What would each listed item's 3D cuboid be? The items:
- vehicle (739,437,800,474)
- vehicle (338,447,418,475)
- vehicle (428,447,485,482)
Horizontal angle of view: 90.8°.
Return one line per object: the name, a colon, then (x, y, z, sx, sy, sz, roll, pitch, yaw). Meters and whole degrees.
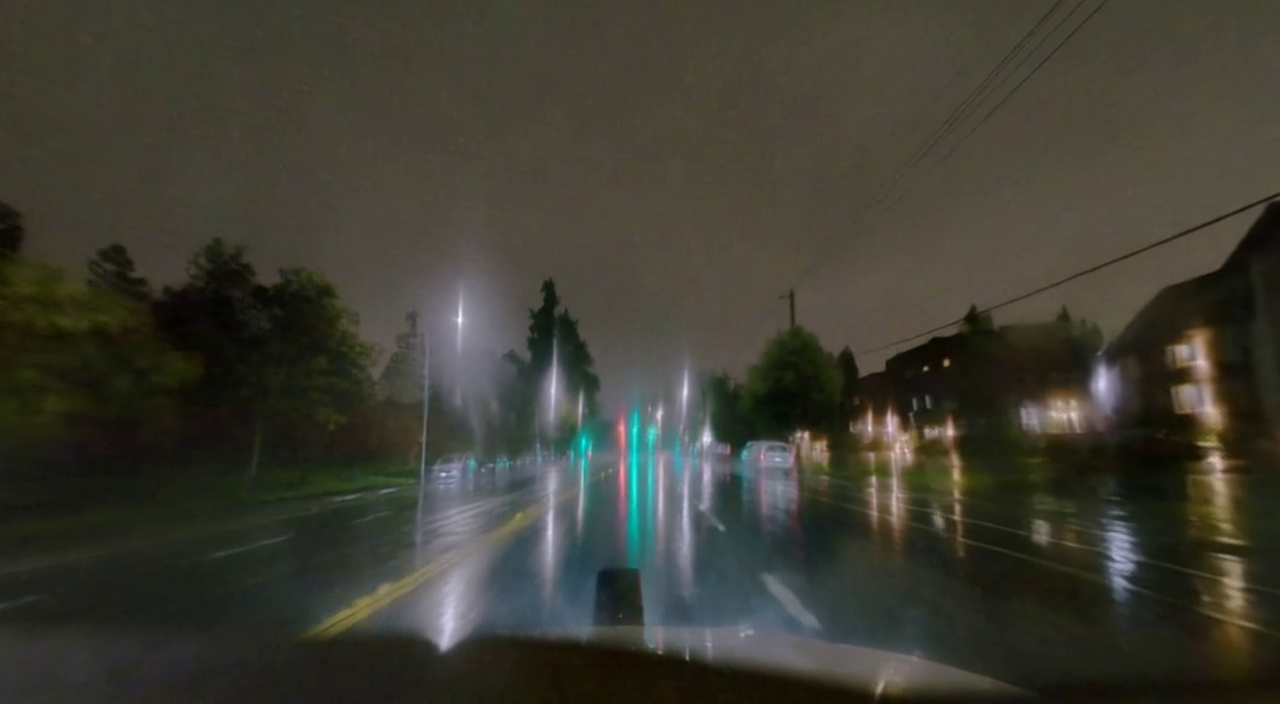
vehicle: (7.500, 6.048, 37.250, 2.224, 1.956, 6.057, 0, -8, -1)
vehicle: (-18.351, 7.643, 44.393, 4.699, 1.853, 2.095, -1, -8, 3)
vehicle: (-10.654, 6.547, 36.975, 1.996, 1.781, 4.139, -3, -9, 3)
